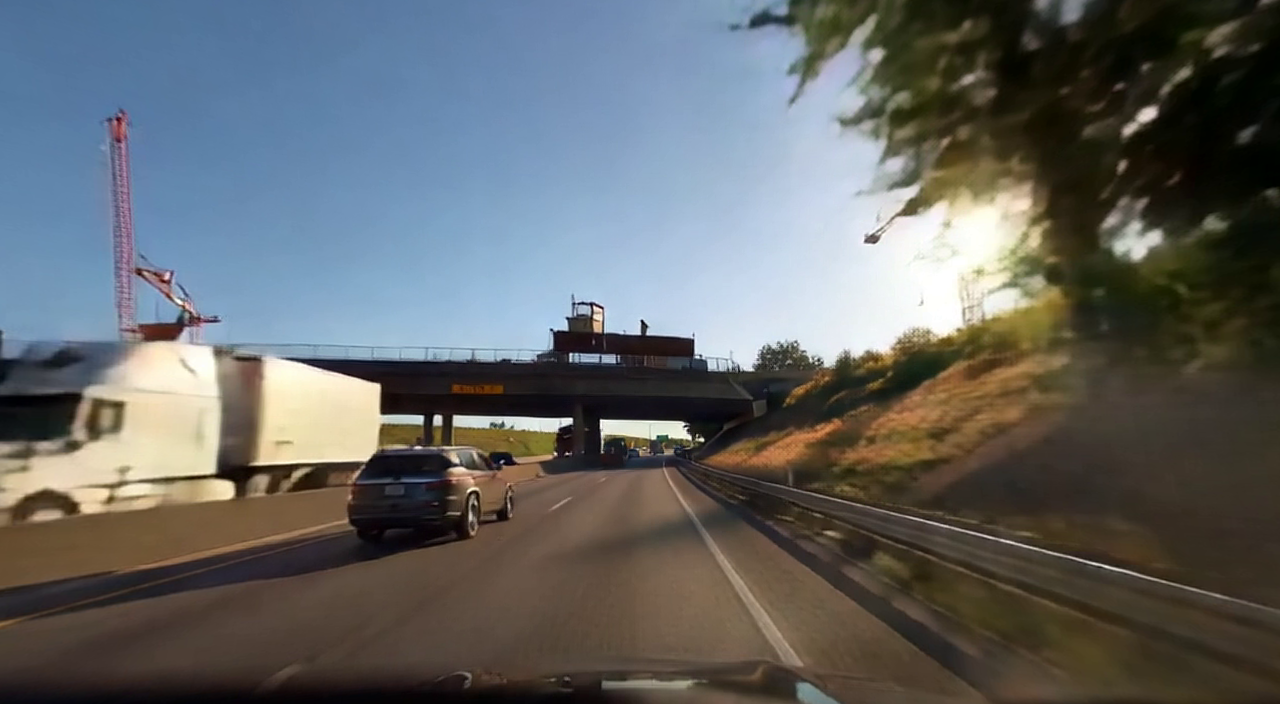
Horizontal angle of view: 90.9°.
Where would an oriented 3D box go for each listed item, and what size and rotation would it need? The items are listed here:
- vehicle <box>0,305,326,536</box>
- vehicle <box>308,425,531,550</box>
[{"bbox_3d":[-10.045,1.592,13.776,3.012,3.952,5.836,-1,-9,2],"label":"vehicle"},{"bbox_3d":[-3.285,2.118,10.435,2.194,1.648,3.984,0,-9,1],"label":"vehicle"}]
